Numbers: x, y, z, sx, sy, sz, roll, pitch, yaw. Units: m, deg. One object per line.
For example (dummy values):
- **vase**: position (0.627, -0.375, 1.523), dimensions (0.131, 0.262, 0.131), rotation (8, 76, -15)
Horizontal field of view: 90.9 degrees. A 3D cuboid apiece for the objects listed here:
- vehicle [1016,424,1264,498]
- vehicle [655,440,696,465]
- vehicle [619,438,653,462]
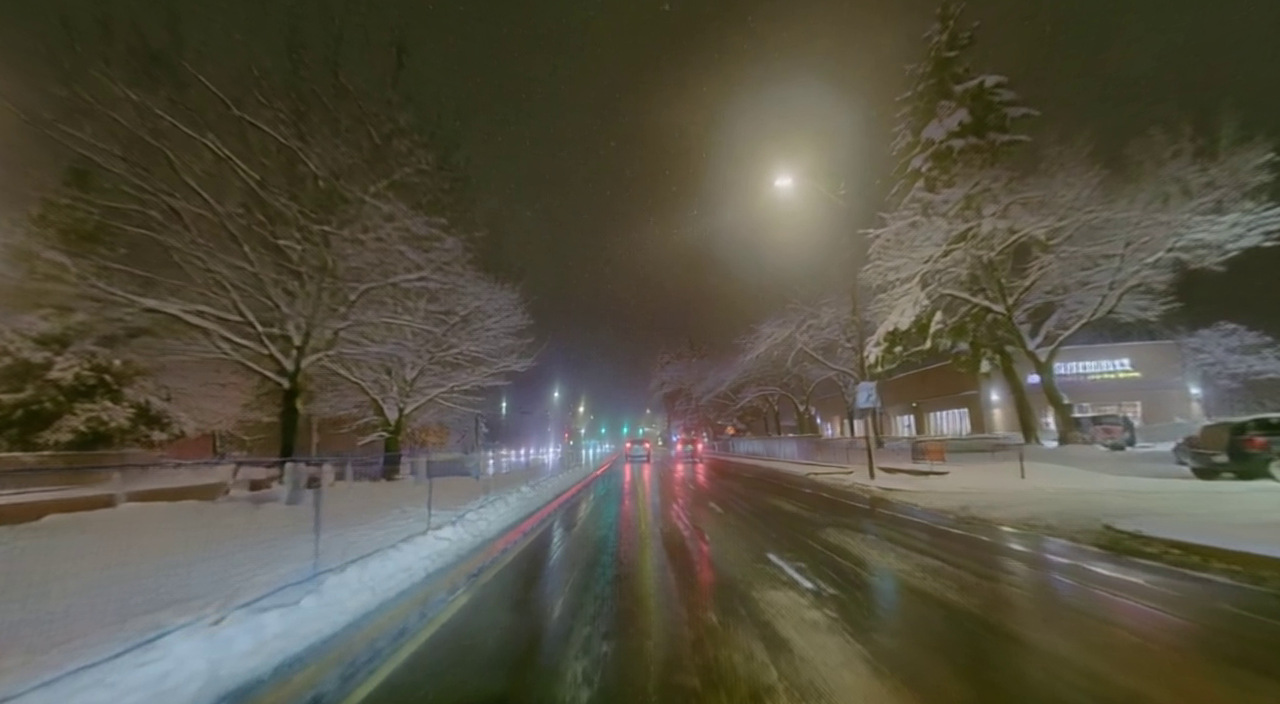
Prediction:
- **vehicle**: position (12.251, 2.662, 15.931), dimensions (1.948, 1.466, 4.520), rotation (-1, -7, -15)
- **vehicle**: position (2.340, 6.404, 40.415), dimensions (1.974, 1.490, 4.231), rotation (-2, -9, 12)
- **vehicle**: position (-0.249, 7.230, 46.760), dimensions (2.000, 1.671, 4.276), rotation (-1, -8, 6)
